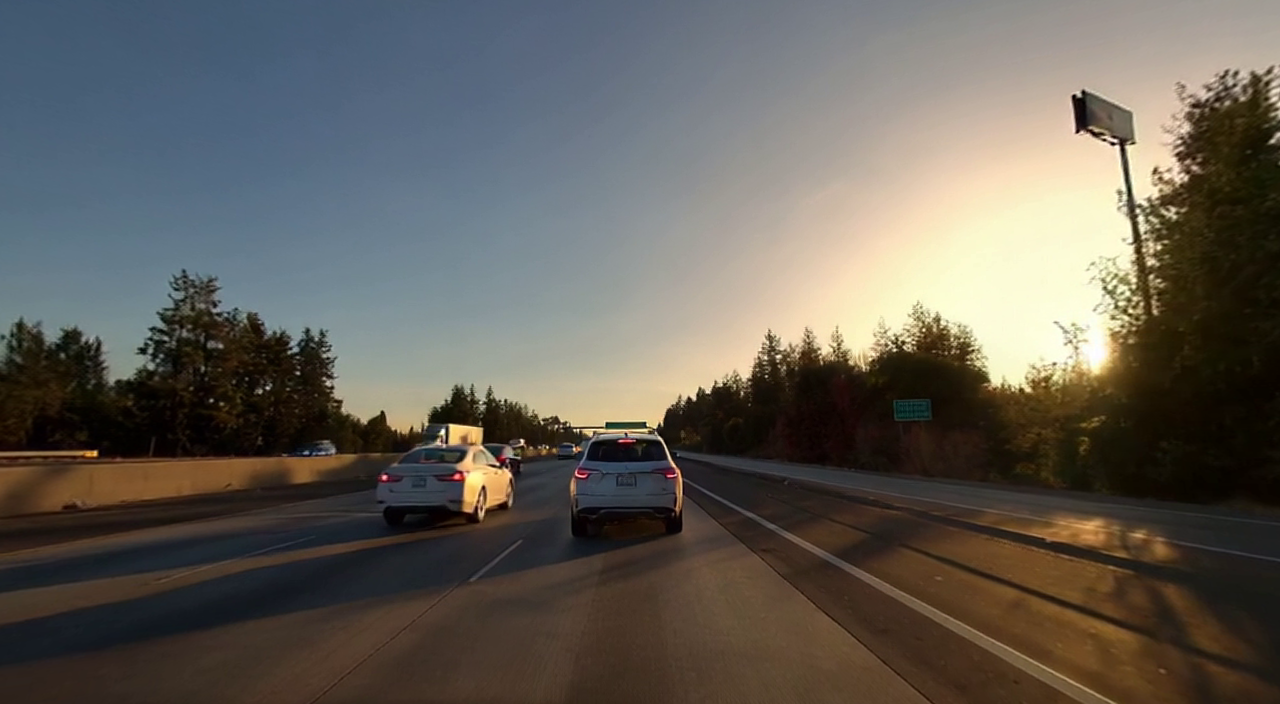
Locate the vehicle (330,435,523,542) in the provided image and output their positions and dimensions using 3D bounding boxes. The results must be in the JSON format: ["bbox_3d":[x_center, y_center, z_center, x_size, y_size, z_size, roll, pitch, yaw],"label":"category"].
[{"bbox_3d":[-3.505,2.315,11.370,1.889,1.522,4.465,0,-9,0],"label":"vehicle"}]

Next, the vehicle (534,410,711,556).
[{"bbox_3d":[-0.255,1.939,10.067,2.127,1.749,4.776,0,-9,-1],"label":"vehicle"}]
